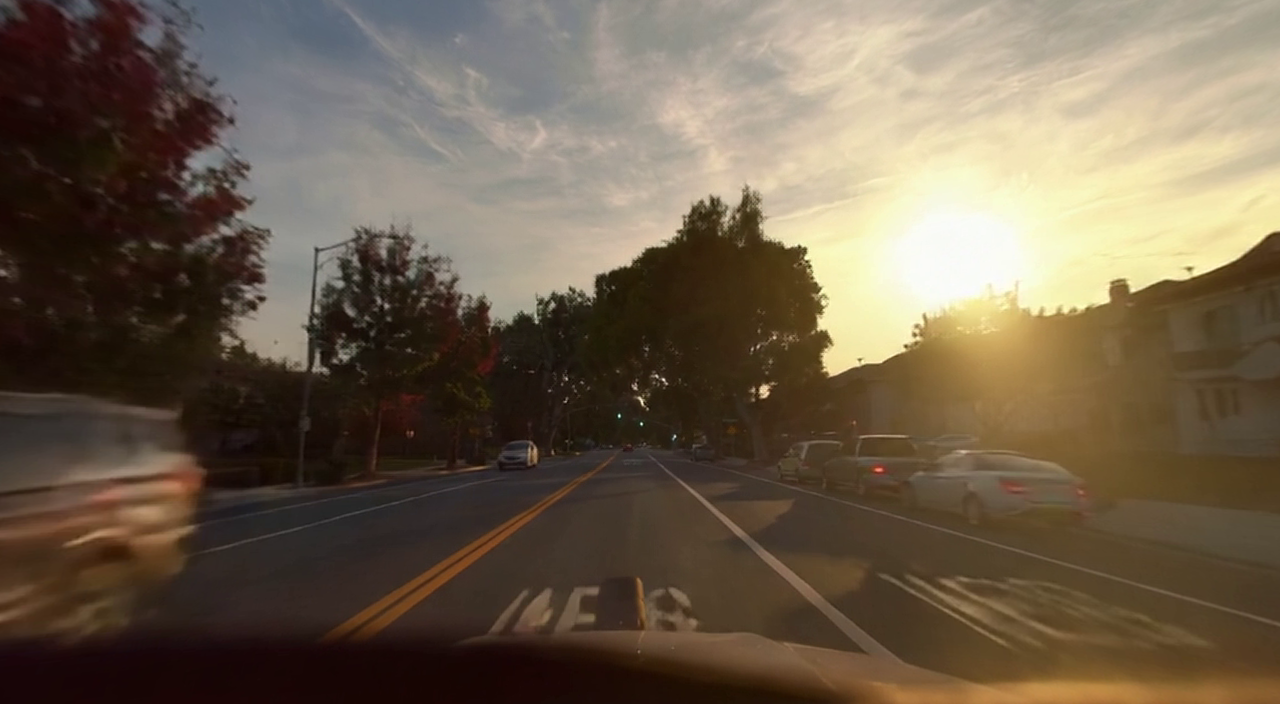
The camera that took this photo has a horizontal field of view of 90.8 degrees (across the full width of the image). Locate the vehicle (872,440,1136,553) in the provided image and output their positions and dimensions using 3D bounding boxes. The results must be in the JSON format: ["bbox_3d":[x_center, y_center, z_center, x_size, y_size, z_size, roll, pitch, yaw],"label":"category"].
[{"bbox_3d":[6.344,2.516,11.841,2.226,1.682,4.461,0,-8,-1],"label":"vehicle"}]

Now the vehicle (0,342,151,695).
[{"bbox_3d":[-4.373,0.630,1.609,2.050,1.841,5.290,0,-8,-1],"label":"vehicle"}]

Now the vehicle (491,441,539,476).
[{"bbox_3d":[-7.085,6.074,36.150,1.907,1.860,3.840,0,-8,0],"label":"vehicle"}]
